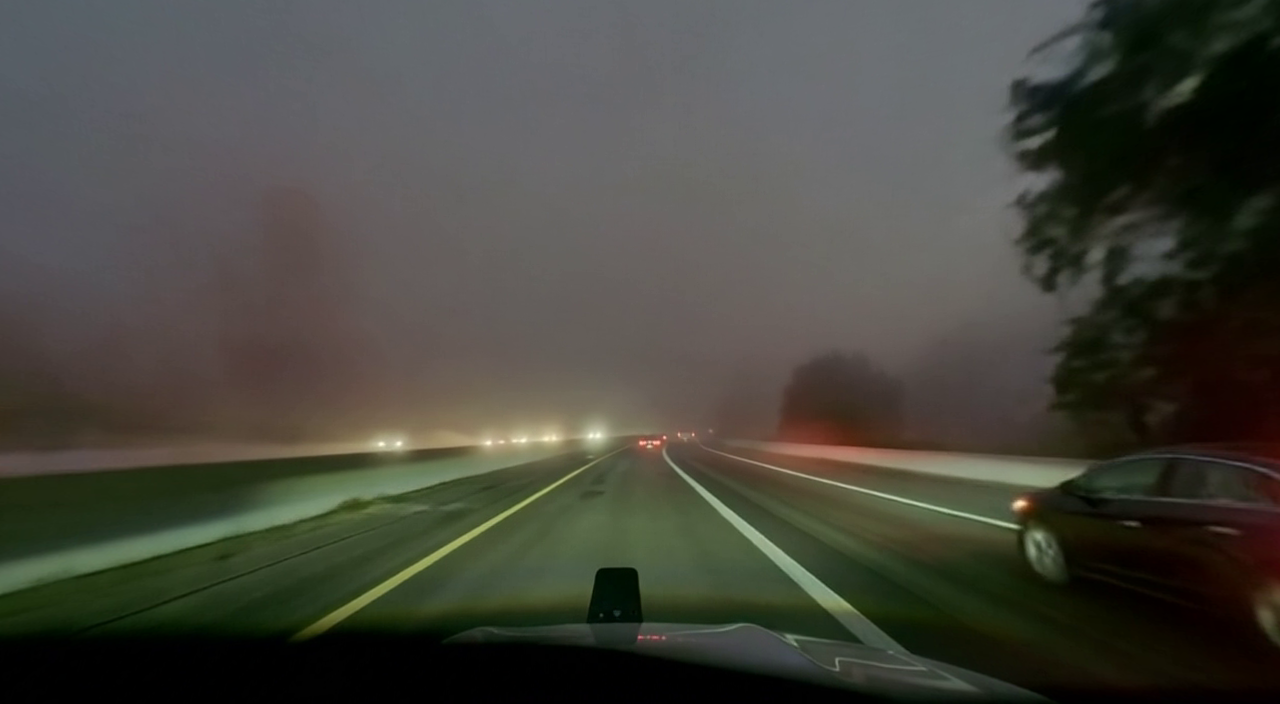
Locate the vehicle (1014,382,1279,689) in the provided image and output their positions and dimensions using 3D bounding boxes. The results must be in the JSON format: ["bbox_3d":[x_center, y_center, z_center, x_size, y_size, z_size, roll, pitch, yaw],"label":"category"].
[{"bbox_3d":[4.170,0.973,3.514,1.834,1.548,3.651,0,-8,-1],"label":"vehicle"}]

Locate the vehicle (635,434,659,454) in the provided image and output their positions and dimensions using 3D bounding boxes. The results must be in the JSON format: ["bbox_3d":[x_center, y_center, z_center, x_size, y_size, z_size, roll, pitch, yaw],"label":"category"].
[{"bbox_3d":[0.504,7.057,48.460,1.771,1.480,3.781,0,-8,0],"label":"vehicle"}]
